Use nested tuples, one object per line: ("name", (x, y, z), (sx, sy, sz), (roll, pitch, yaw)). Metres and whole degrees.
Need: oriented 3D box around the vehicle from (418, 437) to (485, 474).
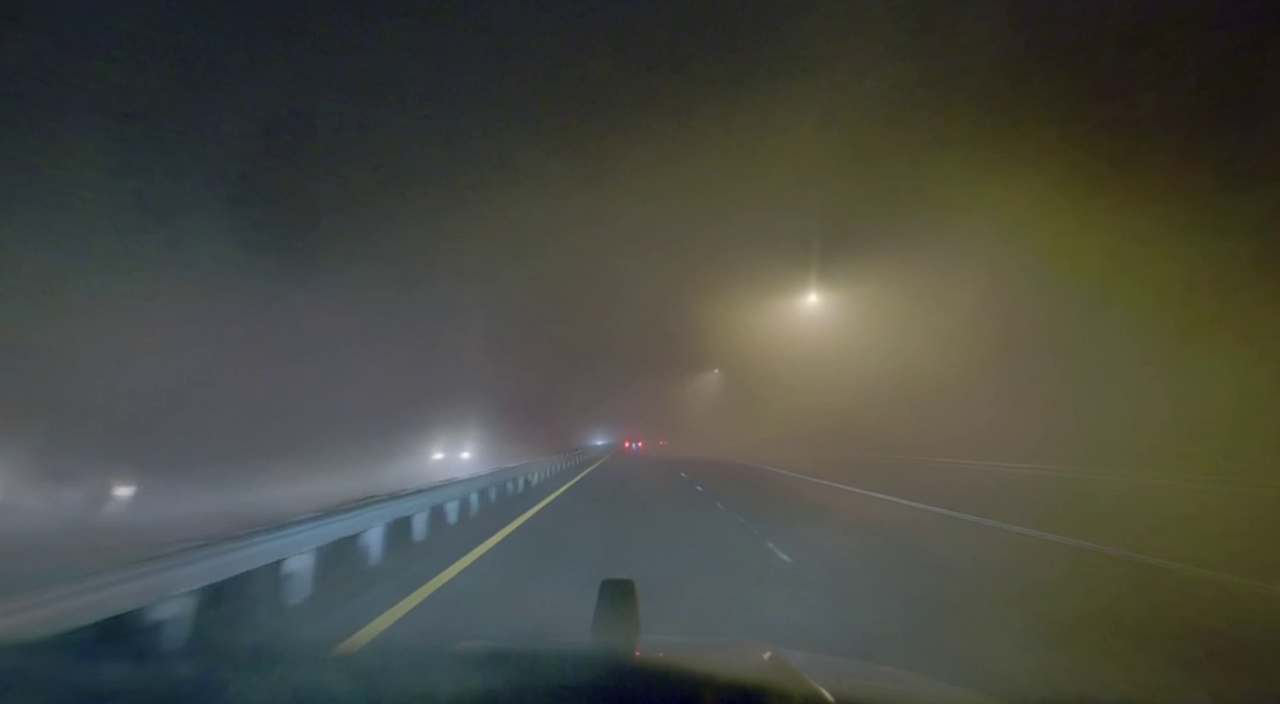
("vehicle", (-9.115, 4.999, 30.886), (1.983, 1.630, 4.308), (0, -8, -1))
